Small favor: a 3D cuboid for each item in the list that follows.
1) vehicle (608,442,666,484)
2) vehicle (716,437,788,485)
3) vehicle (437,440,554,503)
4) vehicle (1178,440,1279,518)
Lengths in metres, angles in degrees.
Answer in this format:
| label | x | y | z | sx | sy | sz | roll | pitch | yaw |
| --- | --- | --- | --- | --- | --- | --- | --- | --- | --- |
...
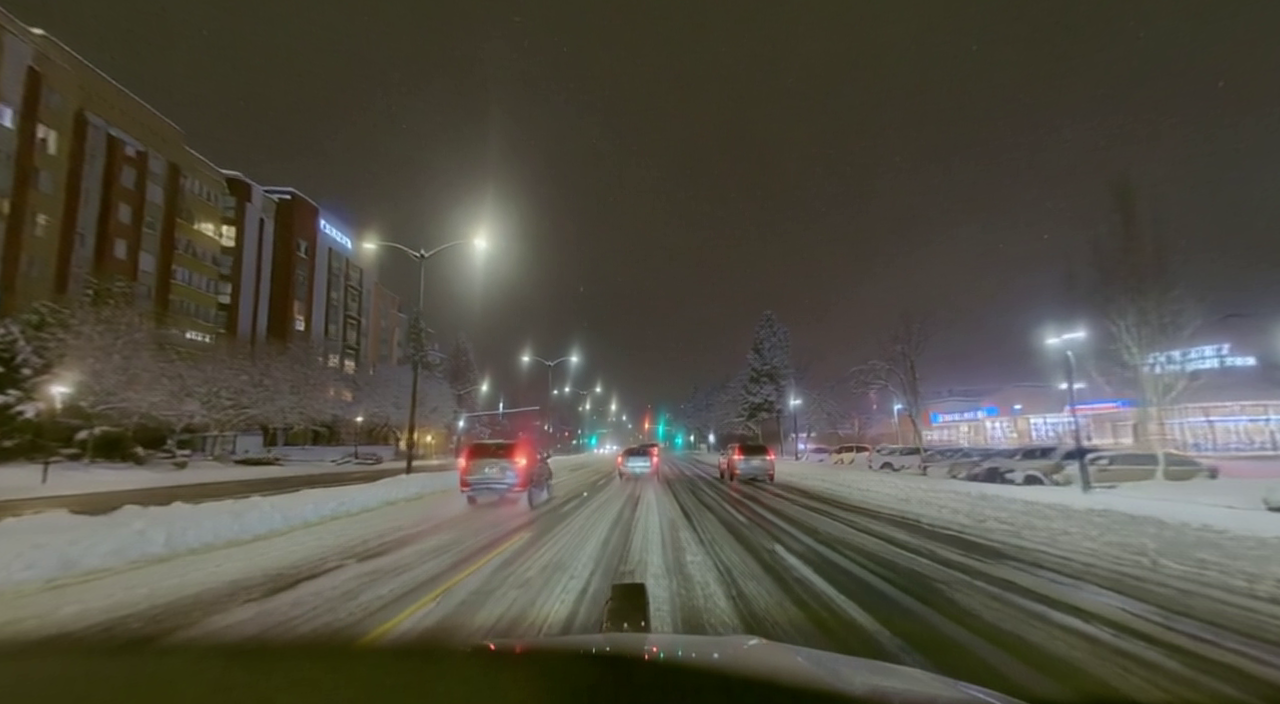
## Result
| label | x | y | z | sx | sy | sz | roll | pitch | yaw |
| --- | --- | --- | --- | --- | --- | --- | --- | --- | --- |
| vehicle | -0.077 | 4.197 | 24.185 | 2.059 | 1.477 | 3.988 | 0 | -8 | 1 |
| vehicle | 4.218 | 4.189 | 24.447 | 2.007 | 1.683 | 4.171 | 0 | -8 | 0 |
| vehicle | -3.763 | 3.192 | 17.369 | 2.029 | 1.482 | 4.591 | 0 | -8 | 1 |
| vehicle | 13.901 | 2.637 | 13.401 | 3.926 | 1.479 | 1.943 | 3 | -9 | -20 |
